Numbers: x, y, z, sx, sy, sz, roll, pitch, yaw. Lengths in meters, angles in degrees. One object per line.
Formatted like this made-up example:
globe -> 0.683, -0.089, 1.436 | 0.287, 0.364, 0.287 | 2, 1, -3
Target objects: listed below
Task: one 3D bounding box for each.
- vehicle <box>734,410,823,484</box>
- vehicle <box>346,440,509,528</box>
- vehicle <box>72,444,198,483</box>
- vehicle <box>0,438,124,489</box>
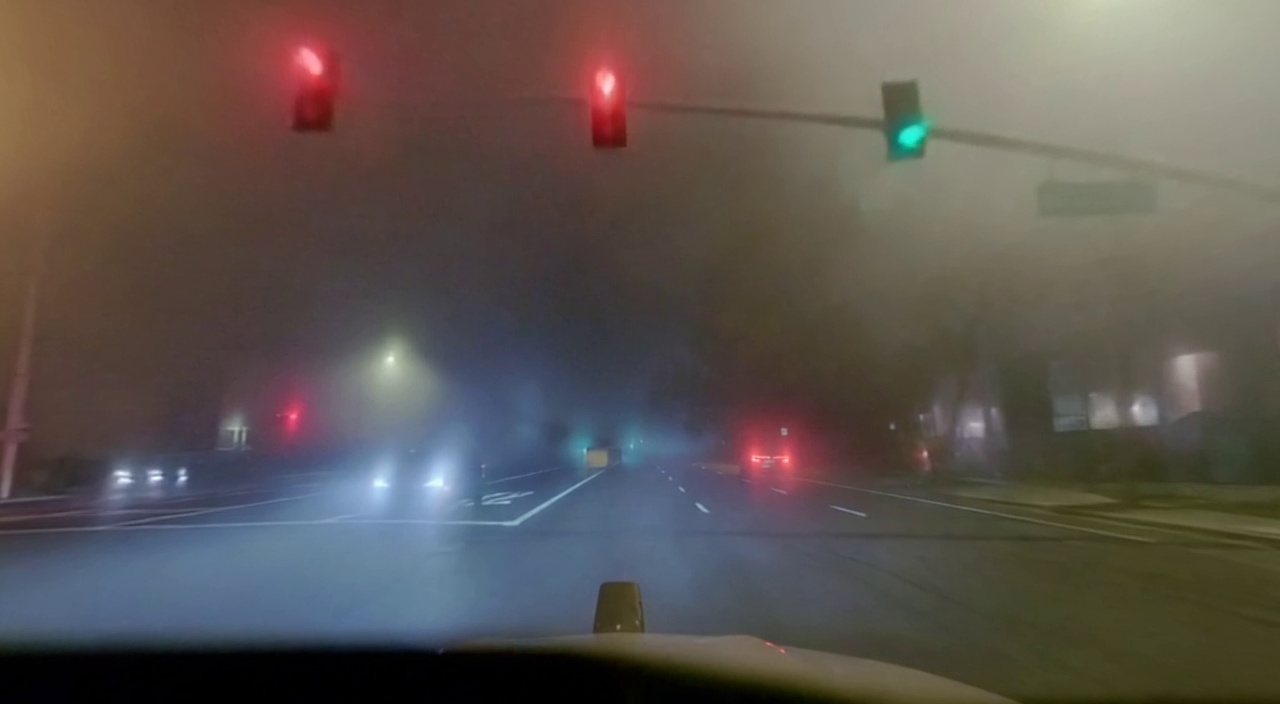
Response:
vehicle -> 6.666, 4.773, 31.561 | 2.802, 3.208, 7.459 | 0, -9, 0
vehicle -> -4.319, 2.734, 13.673 | 2.003, 1.539, 4.396 | -1, -9, 0
vehicle -> -23.827, 5.253, 29.815 | 4.146, 1.730, 1.973 | 0, -9, -2
vehicle -> -24.518, 4.496, 25.523 | 4.879, 1.956, 2.324 | 1, -9, -8
